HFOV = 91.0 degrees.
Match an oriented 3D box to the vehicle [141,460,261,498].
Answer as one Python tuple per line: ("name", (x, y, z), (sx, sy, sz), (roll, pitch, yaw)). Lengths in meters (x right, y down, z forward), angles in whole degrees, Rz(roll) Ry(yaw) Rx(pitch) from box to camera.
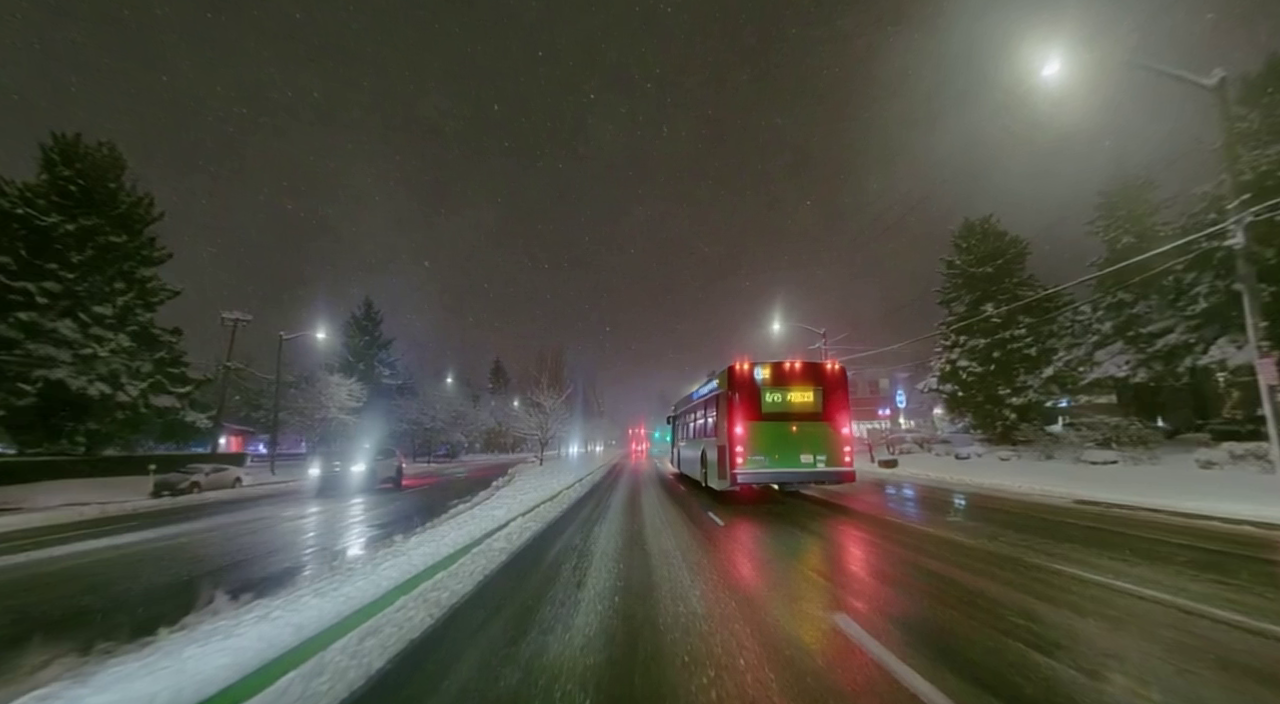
("vehicle", (-19.590, 5.660, 28.389), (1.953, 1.454, 4.693), (0, -8, 1))

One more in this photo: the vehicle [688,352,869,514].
("vehicle", (3.170, 2.305, 17.550), (2.766, 3.306, 9.281), (0, -8, -1))

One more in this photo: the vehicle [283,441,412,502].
("vehicle", (-8.971, 3.659, 19.799), (2.170, 1.657, 4.327), (0, -8, -4))
